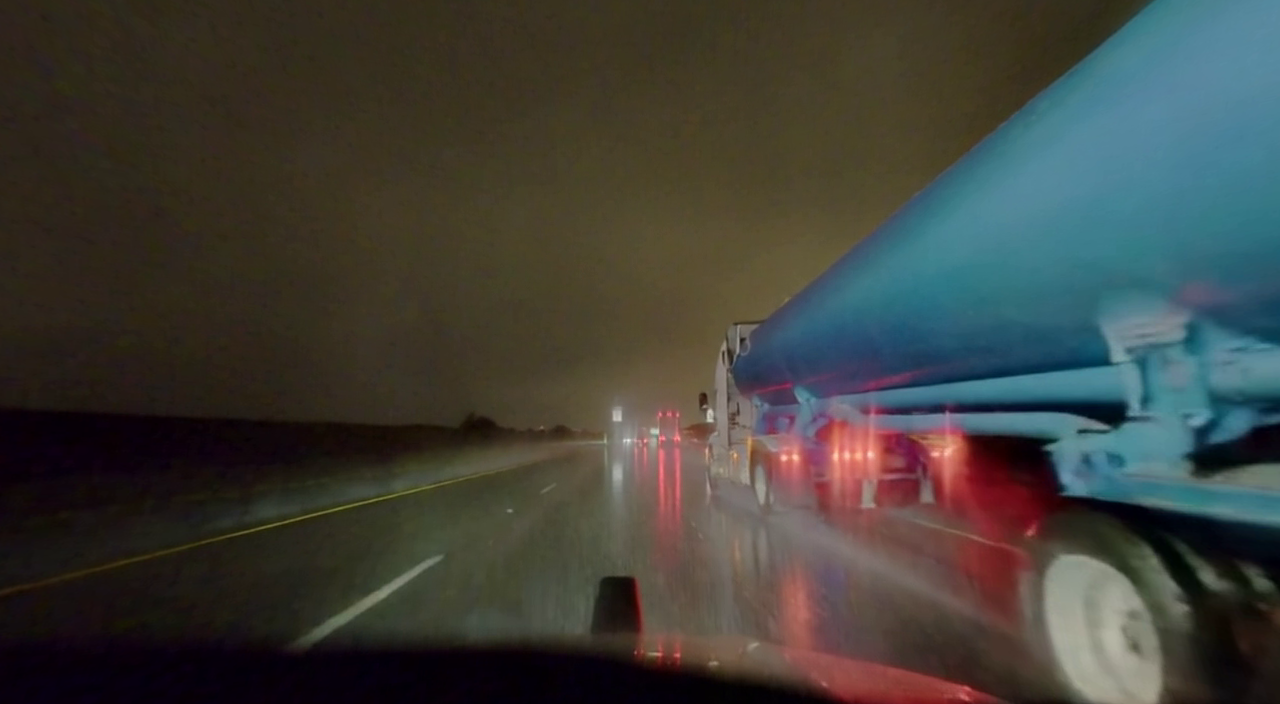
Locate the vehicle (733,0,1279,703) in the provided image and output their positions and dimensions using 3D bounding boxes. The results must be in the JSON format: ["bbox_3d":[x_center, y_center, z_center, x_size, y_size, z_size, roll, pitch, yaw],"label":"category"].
[{"bbox_3d":[3.096,0.073,4.475,2.946,3.745,11.516,0,-8,-1],"label":"vehicle"}]
